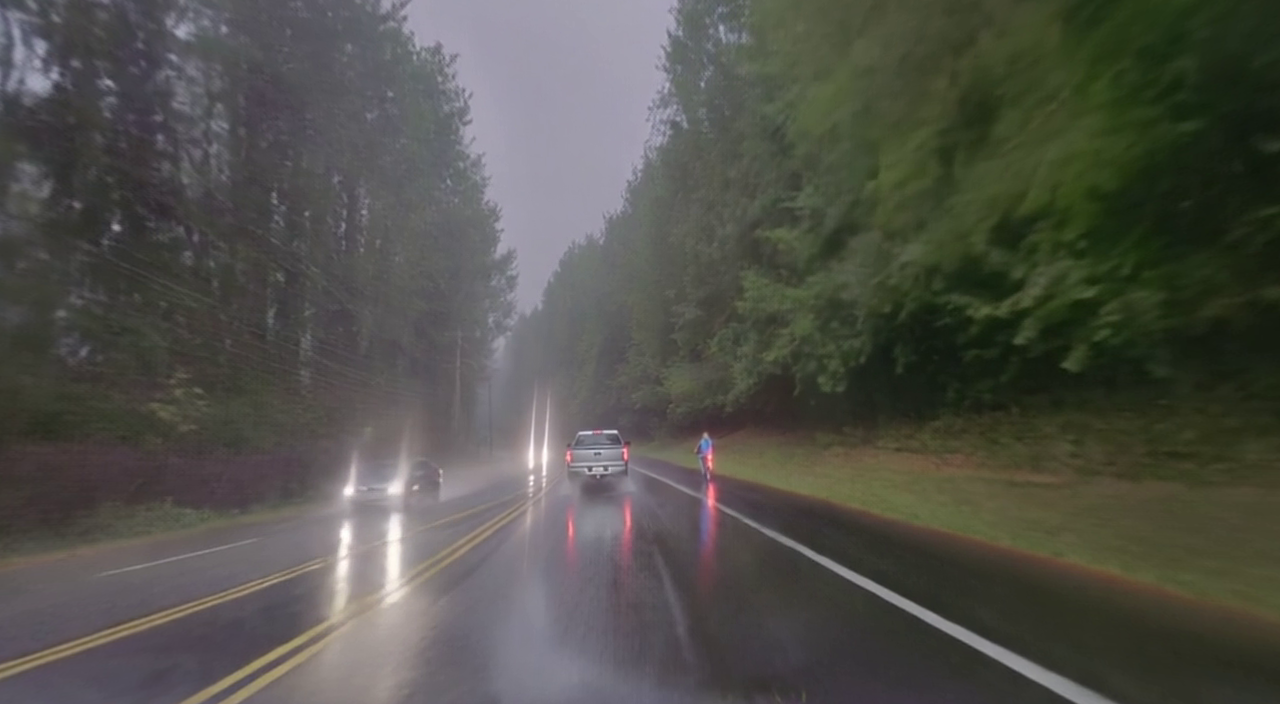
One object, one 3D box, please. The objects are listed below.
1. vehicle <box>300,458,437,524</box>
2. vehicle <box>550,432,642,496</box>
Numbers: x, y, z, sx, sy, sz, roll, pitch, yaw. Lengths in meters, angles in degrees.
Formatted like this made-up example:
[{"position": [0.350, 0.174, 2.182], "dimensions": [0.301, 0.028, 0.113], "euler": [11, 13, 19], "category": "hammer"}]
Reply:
[{"position": [-7.249, 3.714, 17.367], "dimensions": [2.045, 1.474, 3.956], "euler": [-1, -9, -1], "category": "vehicle"}, {"position": [-1.374, 3.614, 20.820], "dimensions": [2.631, 1.798, 5.331], "euler": [0, -9, -2], "category": "vehicle"}]
